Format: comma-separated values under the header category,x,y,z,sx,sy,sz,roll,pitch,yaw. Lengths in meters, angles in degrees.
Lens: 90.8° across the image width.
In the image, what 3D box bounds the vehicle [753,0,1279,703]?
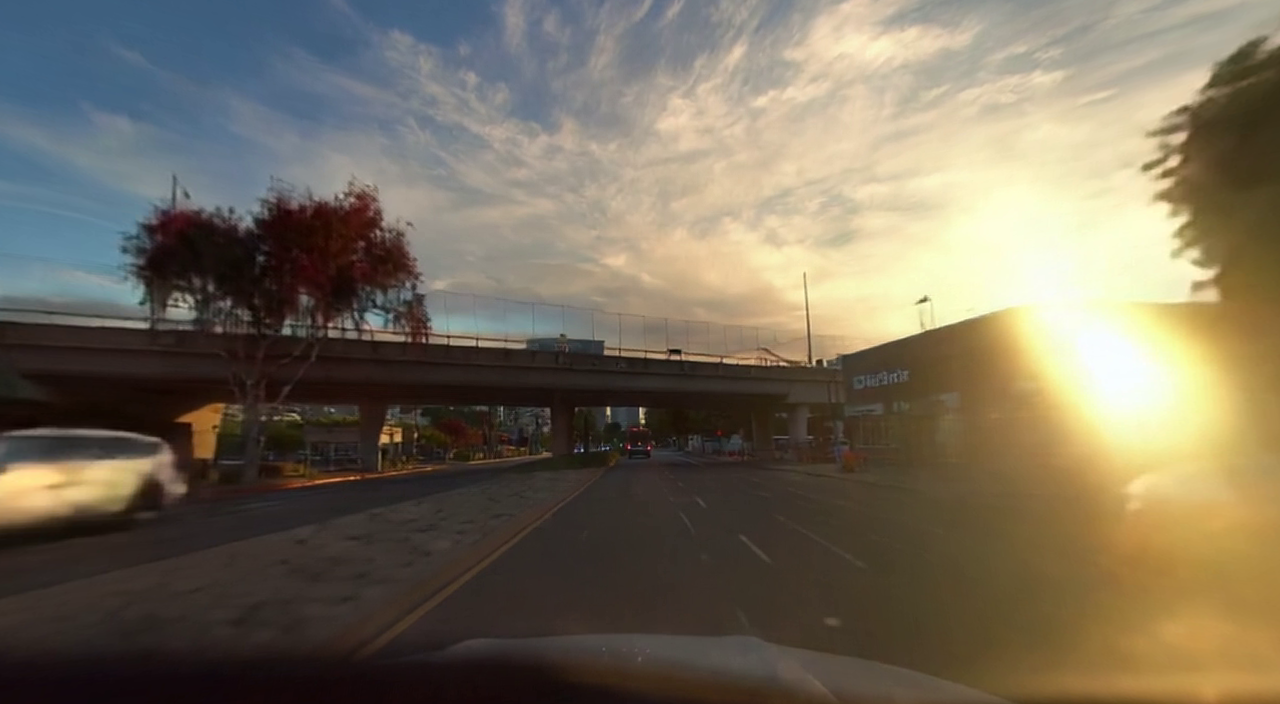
category,x,y,z,sx,sy,sz,roll,pitch,yaw
vehicle,4.015,0.583,5.430,3.043,3.162,13.806,0,-9,-2
